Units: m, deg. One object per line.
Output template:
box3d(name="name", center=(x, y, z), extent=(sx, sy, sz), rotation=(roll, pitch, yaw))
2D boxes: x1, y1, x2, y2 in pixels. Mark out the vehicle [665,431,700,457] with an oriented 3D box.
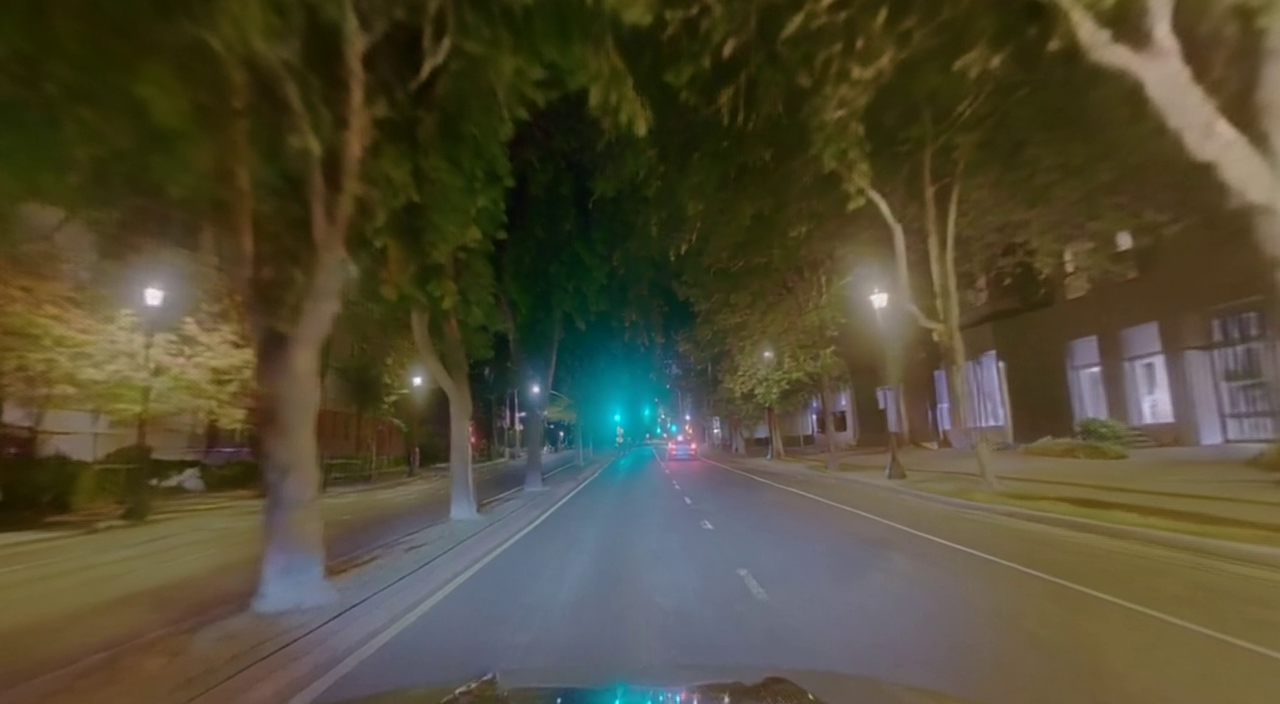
box3d(name="vehicle", center=(2.887, 6.350, 43.595), extent=(2.129, 1.719, 4.205), rotation=(0, -8, 0))
